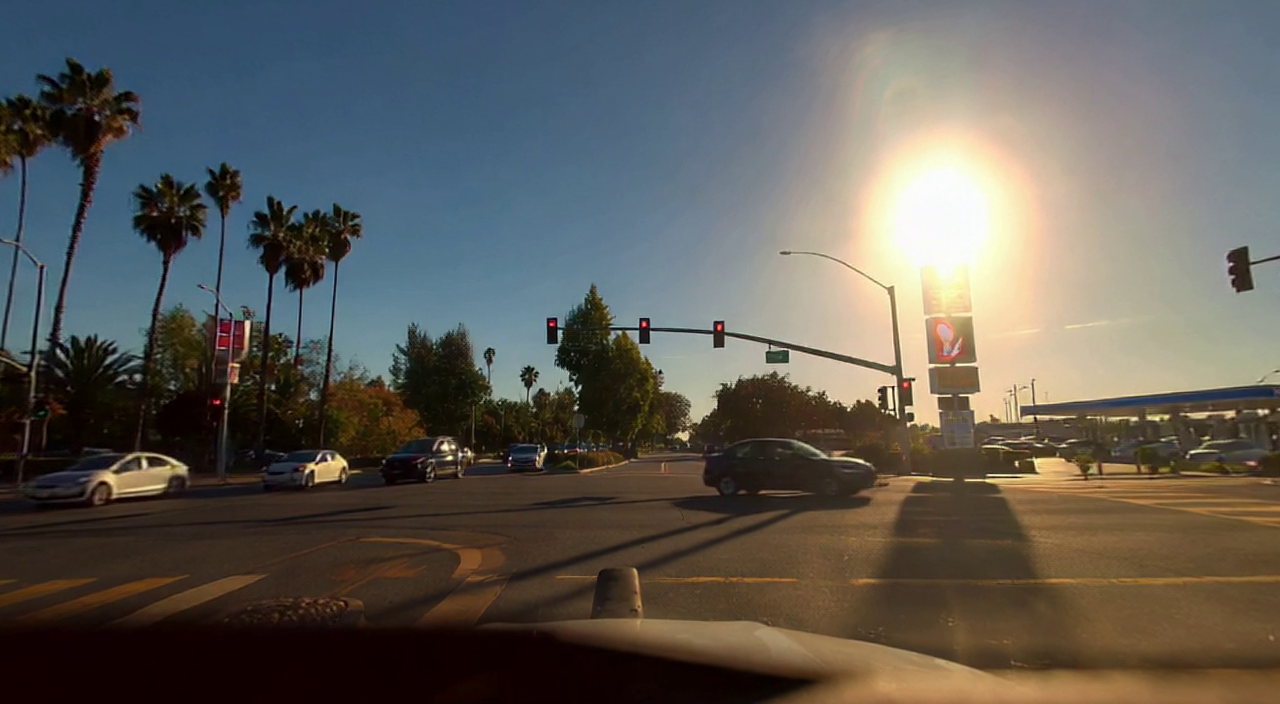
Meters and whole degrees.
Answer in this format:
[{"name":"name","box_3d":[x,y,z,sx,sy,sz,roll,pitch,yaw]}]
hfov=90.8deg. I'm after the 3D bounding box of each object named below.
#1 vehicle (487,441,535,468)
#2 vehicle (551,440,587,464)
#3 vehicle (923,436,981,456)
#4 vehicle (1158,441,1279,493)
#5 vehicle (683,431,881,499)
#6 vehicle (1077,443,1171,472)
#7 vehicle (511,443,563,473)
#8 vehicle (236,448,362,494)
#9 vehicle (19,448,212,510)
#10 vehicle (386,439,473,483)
[{"name":"vehicle","box_3d":[-8.536,6.828,42.196,2.124,1.701,4.551,0,-9,1]},{"name":"vehicle","box_3d":[-5.164,7.357,46.556,1.929,1.719,4.892,0,-9,1]},{"name":"vehicle","box_3d":[22.540,6.767,45.657,3.356,1.395,1.559,0,-9,-1]},{"name":"vehicle","box_3d":[18.743,3.405,18.831,5.015,1.446,1.862,0,-9,-3]},{"name":"vehicle","box_3d":[3.884,3.094,17.629,4.938,1.651,2.138,-5,-10,31]},{"name":"vehicle","box_3d":[24.262,5.300,31.736,3.474,1.376,1.538,0,-9,-2]},{"name":"vehicle","box_3d":[-5.287,5.512,33.073,1.983,1.464,4.579,0,-9,0]},{"name":"vehicle","box_3d":[-11.860,4.136,22.407,1.966,1.455,4.493,0,-9,0]},{"name":"vehicle","box_3d":[-15.280,3.674,18.802,1.956,1.611,4.359,0,-9,0]},{"name":"vehicle","box_3d":[-8.579,4.457,26.169,2.156,1.662,4.186,0,-9,0]}]
